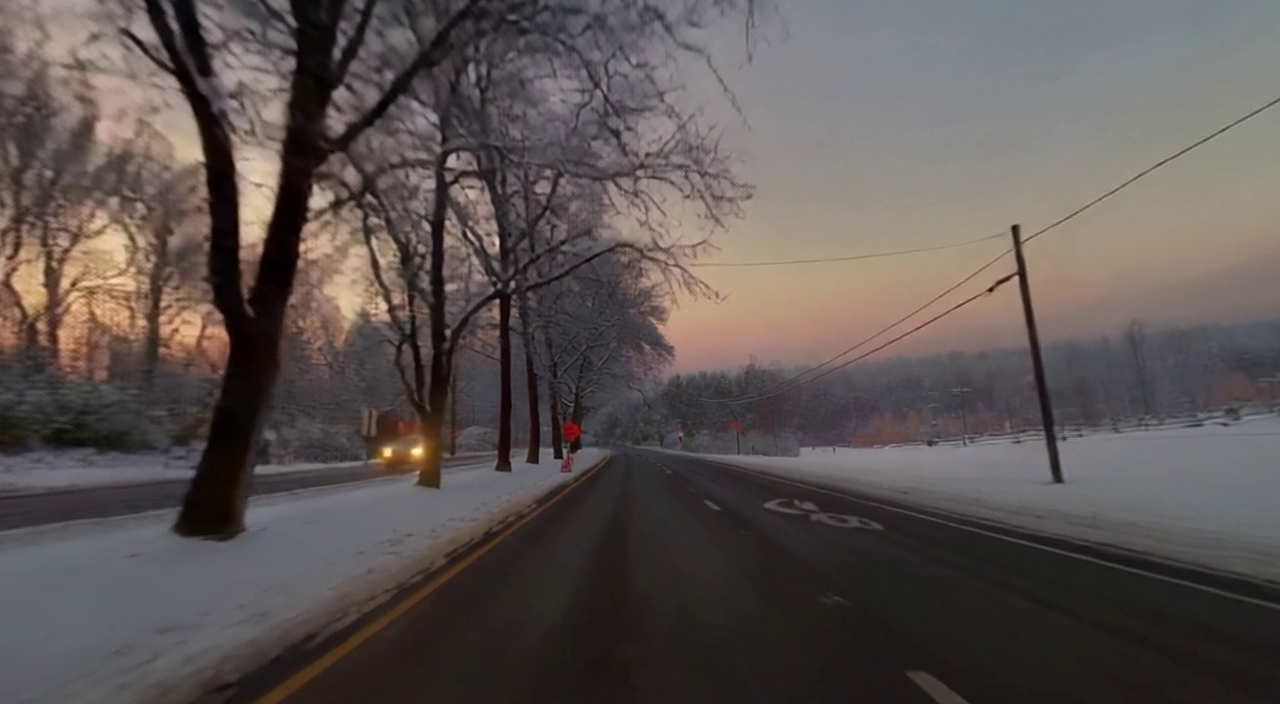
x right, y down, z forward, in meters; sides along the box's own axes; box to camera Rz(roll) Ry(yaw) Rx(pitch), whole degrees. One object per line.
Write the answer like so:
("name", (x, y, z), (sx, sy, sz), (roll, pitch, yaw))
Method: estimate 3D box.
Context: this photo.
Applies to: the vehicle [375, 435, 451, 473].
("vehicle", (-11.361, 5.162, 32.071), (2.236, 1.758, 4.564), (0, -8, -1))
